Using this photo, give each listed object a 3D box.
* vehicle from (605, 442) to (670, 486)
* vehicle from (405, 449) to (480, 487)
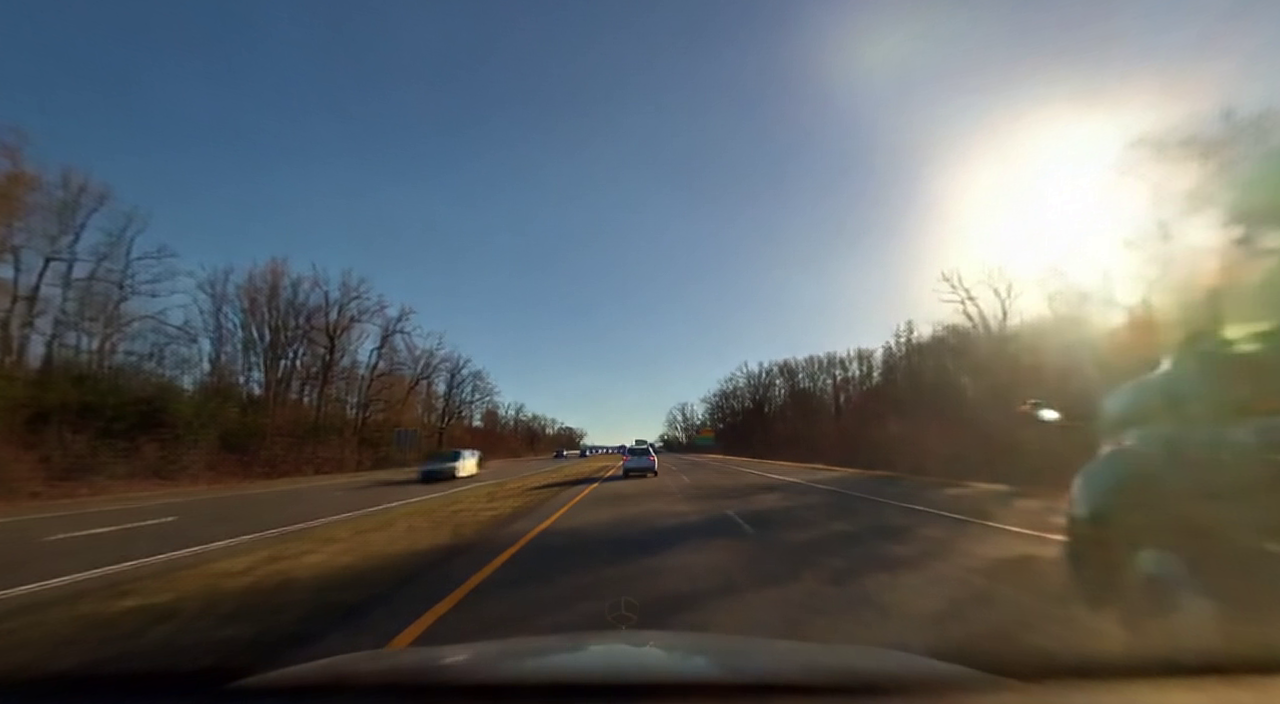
[{"bbox_3d":[-0.130,4.238,23.950,2.244,1.506,4.097,0,-9,-1],"label":"vehicle"},{"bbox_3d":[-8.750,5.147,28.197,1.942,1.534,4.500,0,-9,-1],"label":"vehicle"}]
